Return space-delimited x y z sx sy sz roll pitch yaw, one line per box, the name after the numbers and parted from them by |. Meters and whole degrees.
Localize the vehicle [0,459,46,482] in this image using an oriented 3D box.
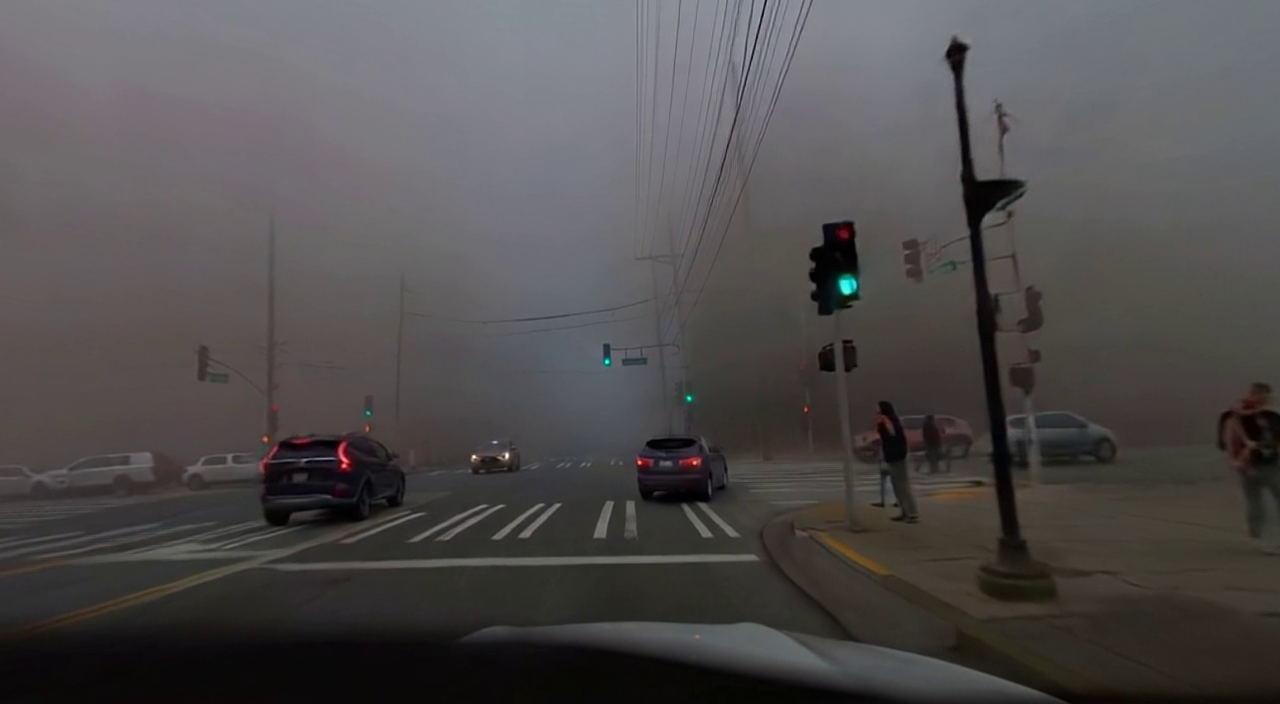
-49.399 9.356 49.429 4.170 1.528 1.687 -5 -6 0 | vehicle

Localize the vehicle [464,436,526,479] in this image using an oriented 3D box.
-5.609 4.032 24.352 2.097 1.457 4.439 2 -9 -13 | vehicle

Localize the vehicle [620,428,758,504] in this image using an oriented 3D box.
1.327 2.618 14.962 2.059 1.497 4.260 -3 -9 21 | vehicle

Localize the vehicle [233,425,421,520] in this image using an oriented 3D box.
-6.556 2.559 13.909 2.063 1.751 4.229 0 -9 -2 | vehicle

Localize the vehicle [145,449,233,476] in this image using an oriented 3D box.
-34.723 8.509 48.755 5.019 1.956 2.097 0 -9 -1 | vehicle

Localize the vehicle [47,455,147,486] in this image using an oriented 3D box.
-34.618 7.552 40.349 4.492 1.880 1.879 0 -9 -1 | vehicle

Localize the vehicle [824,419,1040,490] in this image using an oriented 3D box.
7.489 2.607 16.442 4.714 1.686 1.973 1 -7 -9 | vehicle

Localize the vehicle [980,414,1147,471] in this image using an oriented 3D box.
14.716 3.137 22.101 4.478 1.749 2.161 0 -8 -11 | vehicle
